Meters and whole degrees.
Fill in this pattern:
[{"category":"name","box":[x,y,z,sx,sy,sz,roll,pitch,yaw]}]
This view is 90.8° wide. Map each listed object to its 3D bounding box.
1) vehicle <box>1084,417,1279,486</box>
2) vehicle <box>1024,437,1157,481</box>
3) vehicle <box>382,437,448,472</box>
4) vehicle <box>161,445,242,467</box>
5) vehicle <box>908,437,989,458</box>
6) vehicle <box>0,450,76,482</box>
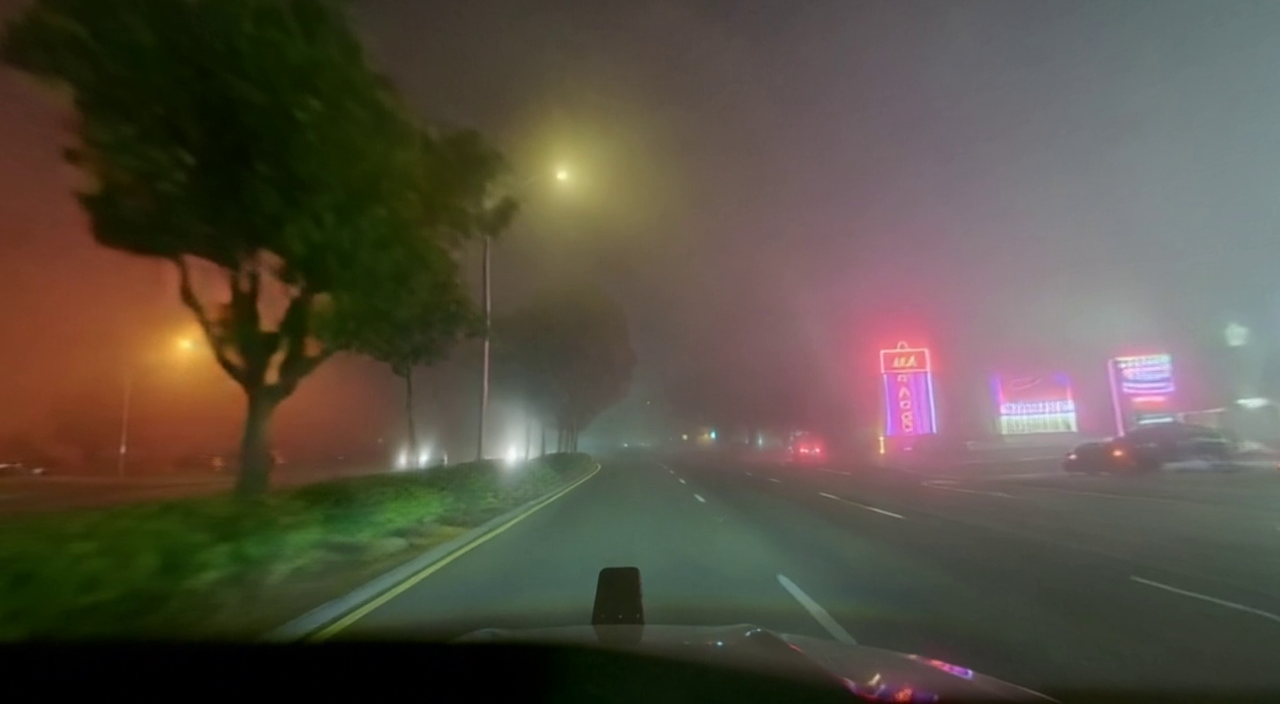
[{"category":"vehicle","box":[19.171,3.487,22.613,2.232,2.008,5.812,-3,-8,0]},{"category":"vehicle","box":[16.419,3.879,23.369,1.892,1.421,4.556,-2,-8,6]},{"category":"vehicle","box":[-11.952,5.461,33.833,1.985,1.715,4.330,0,-8,-1]},{"category":"vehicle","box":[-30.973,7.336,44.715,4.308,1.474,1.917,0,-8,-1]},{"category":"vehicle","box":[22.221,6.891,45.623,4.724,1.471,2.203,0,-8,-1]},{"category":"vehicle","box":[-30.639,5.500,30.620,4.742,1.459,1.867,0,-8,-1]}]
